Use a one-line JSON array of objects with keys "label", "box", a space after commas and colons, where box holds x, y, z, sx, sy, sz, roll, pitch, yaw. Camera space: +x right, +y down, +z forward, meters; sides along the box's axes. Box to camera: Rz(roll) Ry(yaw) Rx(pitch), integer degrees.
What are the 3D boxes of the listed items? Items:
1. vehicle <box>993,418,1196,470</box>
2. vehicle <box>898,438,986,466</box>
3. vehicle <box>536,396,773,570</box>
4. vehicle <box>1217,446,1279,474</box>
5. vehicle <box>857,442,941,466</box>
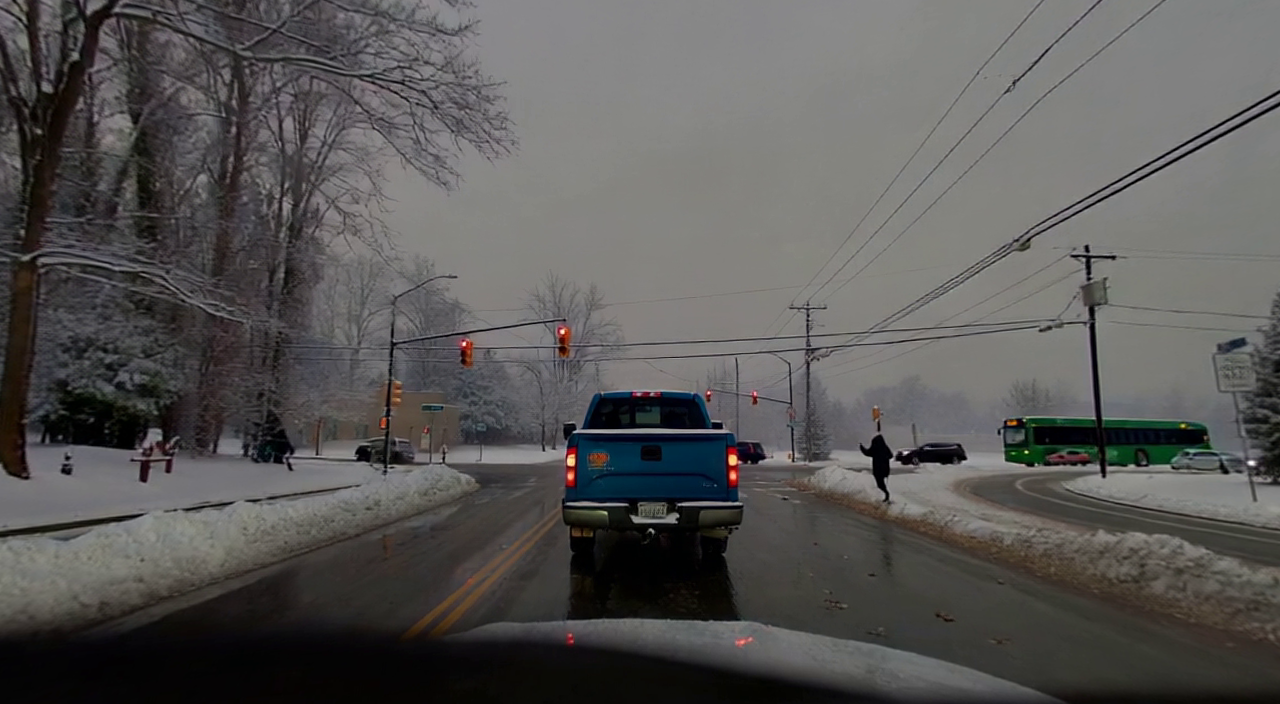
[{"label": "vehicle", "box": [29.400, 5.987, 41.250, 10.726, 3.128, 3.003, -1, -8, 1]}, {"label": "vehicle", "box": [21.657, 7.209, 45.463, 5.235, 1.878, 2.107, 0, -8, -1]}, {"label": "vehicle", "box": [0.118, 1.900, 10.077, 2.707, 1.964, 5.485, 0, -8, -1]}, {"label": "vehicle", "box": [41.370, 7.018, 41.260, 5.426, 1.728, 1.999, 0, -8, -2]}, {"label": "vehicle", "box": [16.814, 6.637, 41.209, 4.578, 1.490, 1.935, -1, -8, 3]}]
